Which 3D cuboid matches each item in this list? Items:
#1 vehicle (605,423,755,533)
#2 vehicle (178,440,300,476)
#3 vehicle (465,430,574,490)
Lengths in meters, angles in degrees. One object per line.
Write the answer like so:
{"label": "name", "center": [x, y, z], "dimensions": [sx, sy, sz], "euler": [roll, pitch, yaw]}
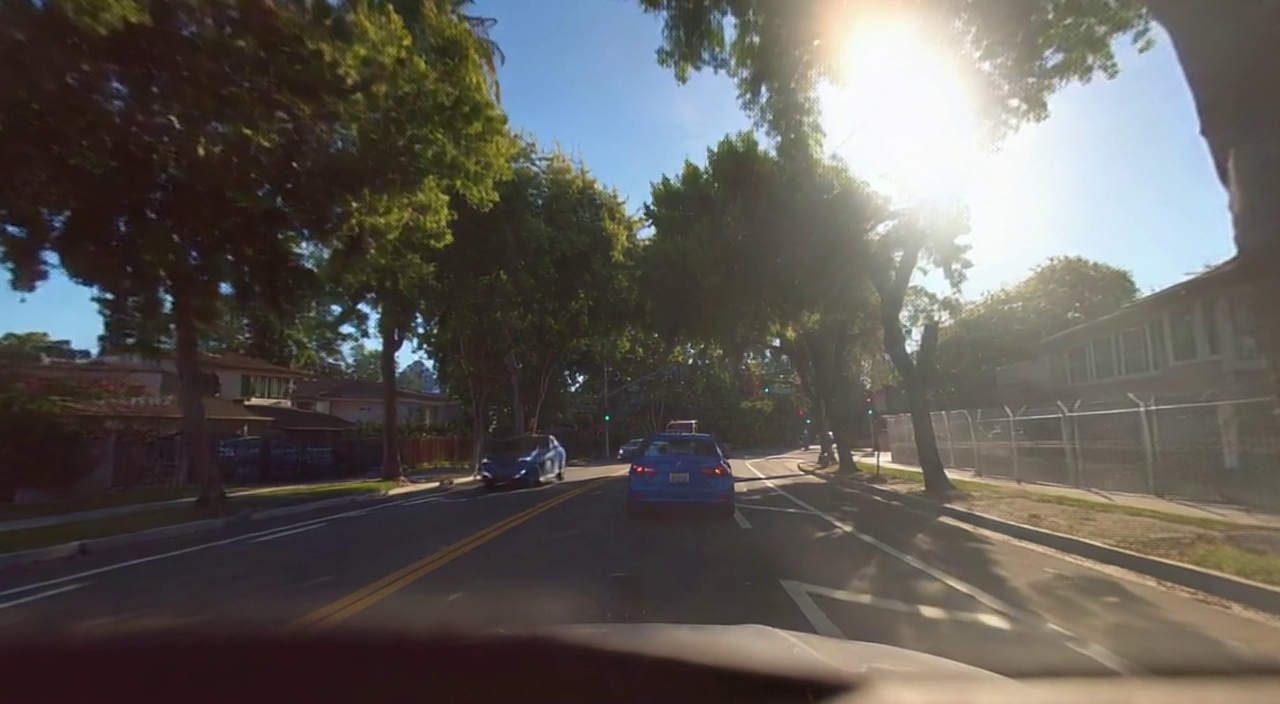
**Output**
{"label": "vehicle", "center": [0.622, 2.039, 10.772], "dimensions": [2.070, 1.516, 3.936], "euler": [0, -8, 2]}
{"label": "vehicle", "center": [-17.432, 4.627, 27.500], "dimensions": [4.069, 1.445, 2.063], "euler": [-2, -9, 10]}
{"label": "vehicle", "center": [-3.676, 3.413, 20.284], "dimensions": [2.082, 1.682, 4.623], "euler": [-1, -8, 7]}
